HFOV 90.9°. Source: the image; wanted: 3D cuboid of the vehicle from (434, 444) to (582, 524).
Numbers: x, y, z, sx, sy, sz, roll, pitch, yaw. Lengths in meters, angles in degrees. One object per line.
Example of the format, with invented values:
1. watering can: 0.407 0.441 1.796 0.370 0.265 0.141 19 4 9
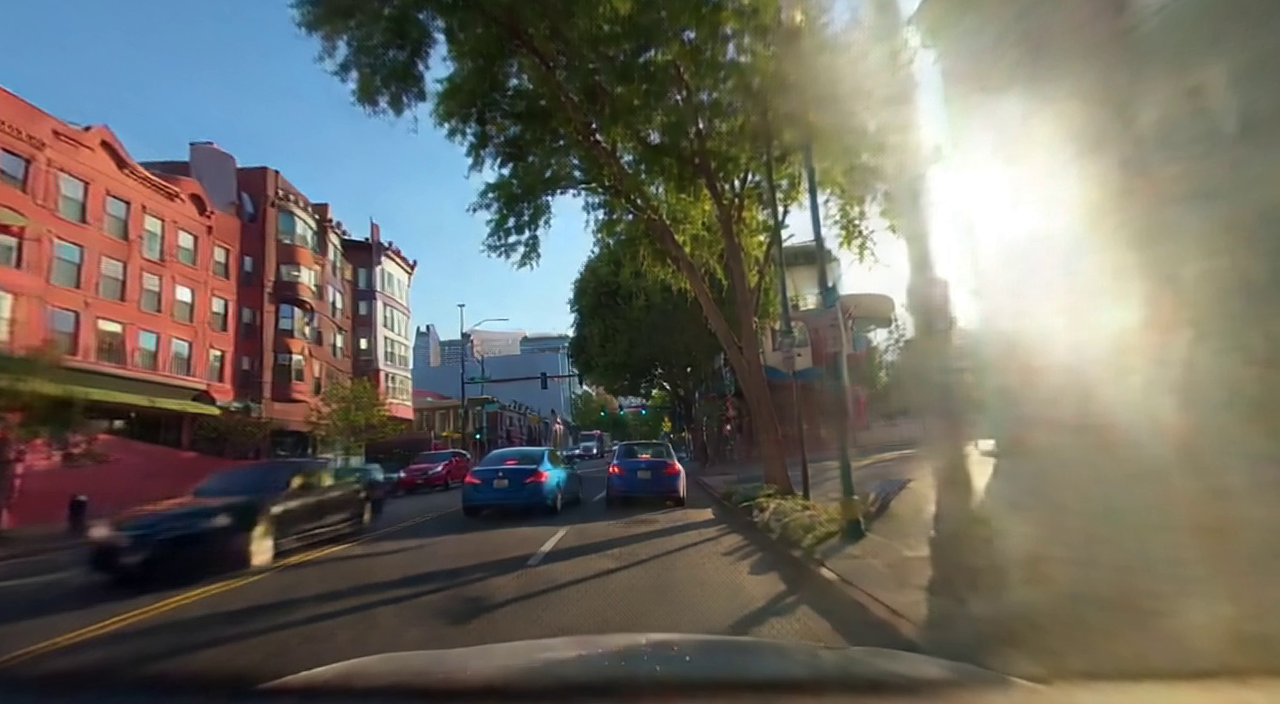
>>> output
1. vehicle: -2.604 2.738 13.819 2.099 1.424 4.843 0 -8 1

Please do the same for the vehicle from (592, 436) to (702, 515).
1. vehicle: 0.144 2.629 13.949 2.094 1.478 3.922 0 -8 0

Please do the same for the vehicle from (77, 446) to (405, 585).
1. vehicle: -5.505 2.248 9.691 1.918 1.475 4.750 -3 -8 1
